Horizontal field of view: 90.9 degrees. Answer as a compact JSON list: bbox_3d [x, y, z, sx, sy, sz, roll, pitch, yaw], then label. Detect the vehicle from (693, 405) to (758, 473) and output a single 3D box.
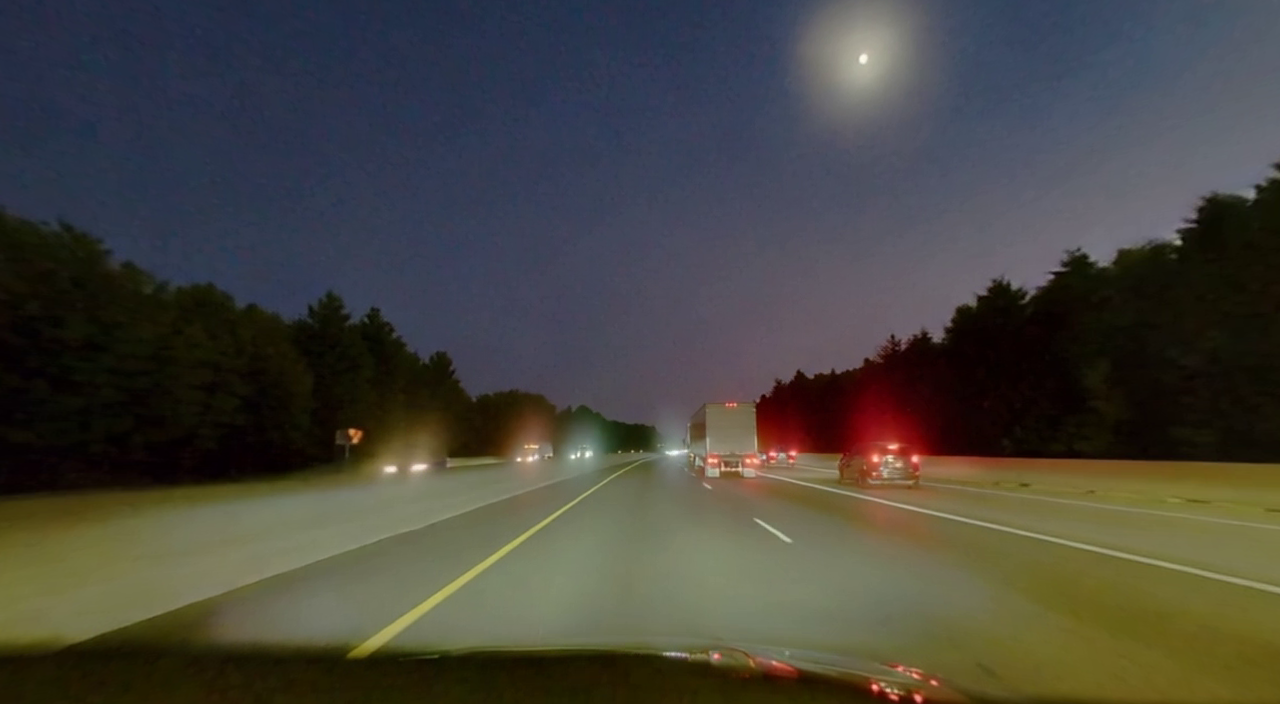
[{"bbox_3d":[5.663,6.264,44.400,2.859,3.984,14.045,0,-9,1],"label":"vehicle"}]
